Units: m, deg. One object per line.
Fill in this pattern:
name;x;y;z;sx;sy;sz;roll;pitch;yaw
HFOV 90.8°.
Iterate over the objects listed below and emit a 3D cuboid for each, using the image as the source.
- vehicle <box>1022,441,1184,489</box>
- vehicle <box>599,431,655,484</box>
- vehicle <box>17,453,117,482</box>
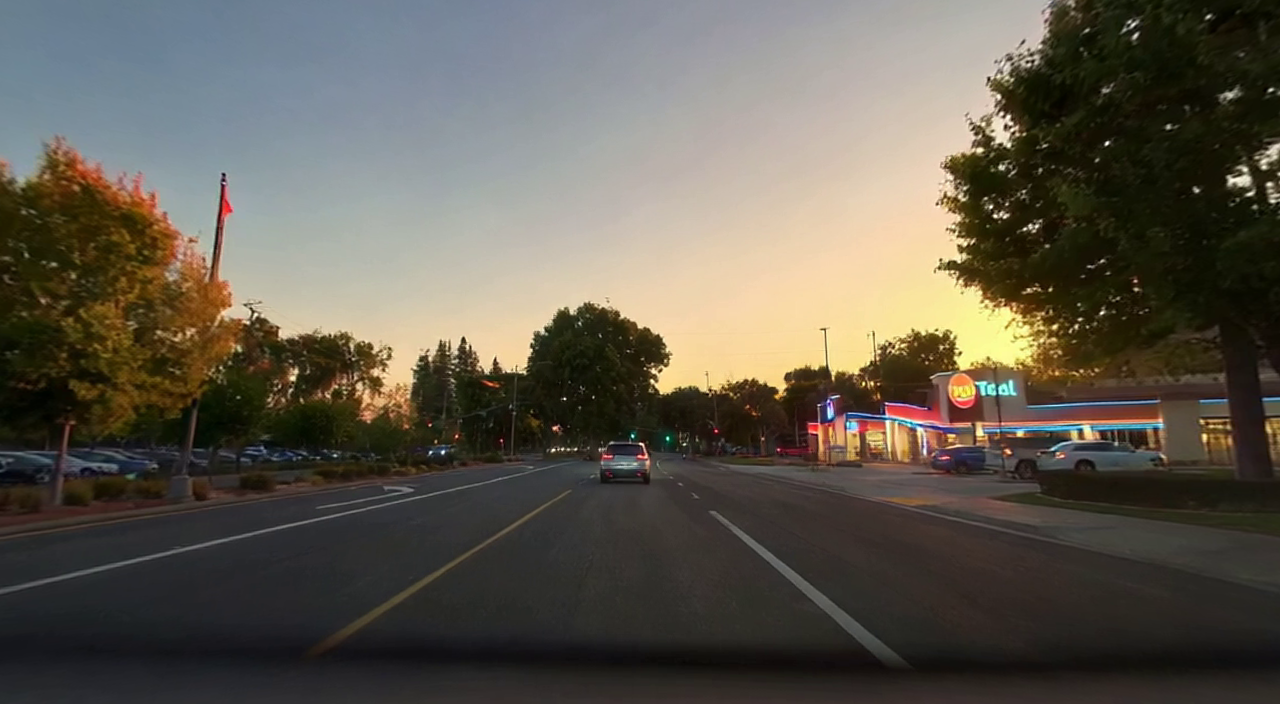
vehicle;16.454;4.026;22.623;4.290;1.617;1.751;0;-9;2
vehicle;-0.531;4.281;25.812;2.096;1.961;4.259;0;-9;-1
vehicle;-33.741;6.789;37.238;4.154;1.578;1.771;0;-9;1
